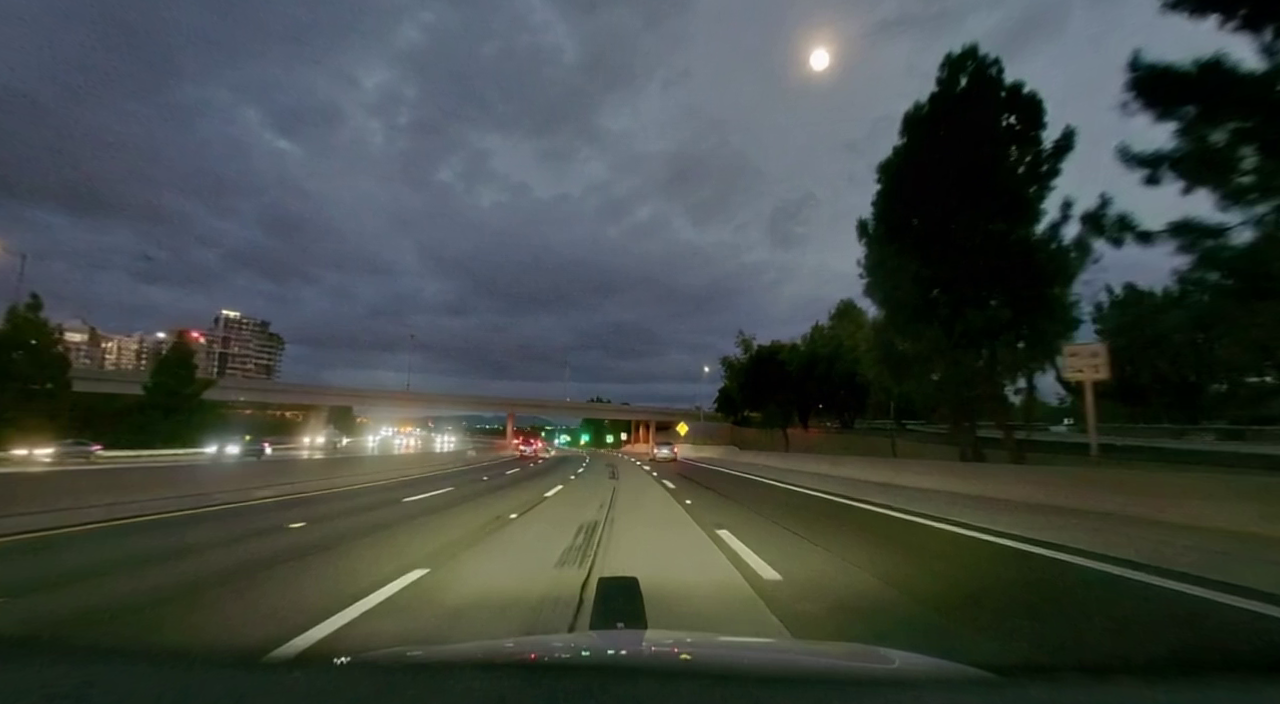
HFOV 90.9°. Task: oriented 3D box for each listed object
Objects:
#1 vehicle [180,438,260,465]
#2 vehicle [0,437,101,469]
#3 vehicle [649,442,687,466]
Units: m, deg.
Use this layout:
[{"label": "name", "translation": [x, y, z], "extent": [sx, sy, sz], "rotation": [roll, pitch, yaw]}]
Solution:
[{"label": "vehicle", "translation": [-27.093, 6.440, 40.900], "extent": [2.019, 1.636, 4.858], "rotation": [0, -8, -3]}, {"label": "vehicle", "translation": [-38.071, 6.420, 40.383], "extent": [2.152, 1.903, 5.882], "rotation": [0, -8, -3]}, {"label": "vehicle", "translation": [1.854, 6.905, 43.032], "extent": [2.059, 1.509, 4.670], "rotation": [1, -8, -4]}]
